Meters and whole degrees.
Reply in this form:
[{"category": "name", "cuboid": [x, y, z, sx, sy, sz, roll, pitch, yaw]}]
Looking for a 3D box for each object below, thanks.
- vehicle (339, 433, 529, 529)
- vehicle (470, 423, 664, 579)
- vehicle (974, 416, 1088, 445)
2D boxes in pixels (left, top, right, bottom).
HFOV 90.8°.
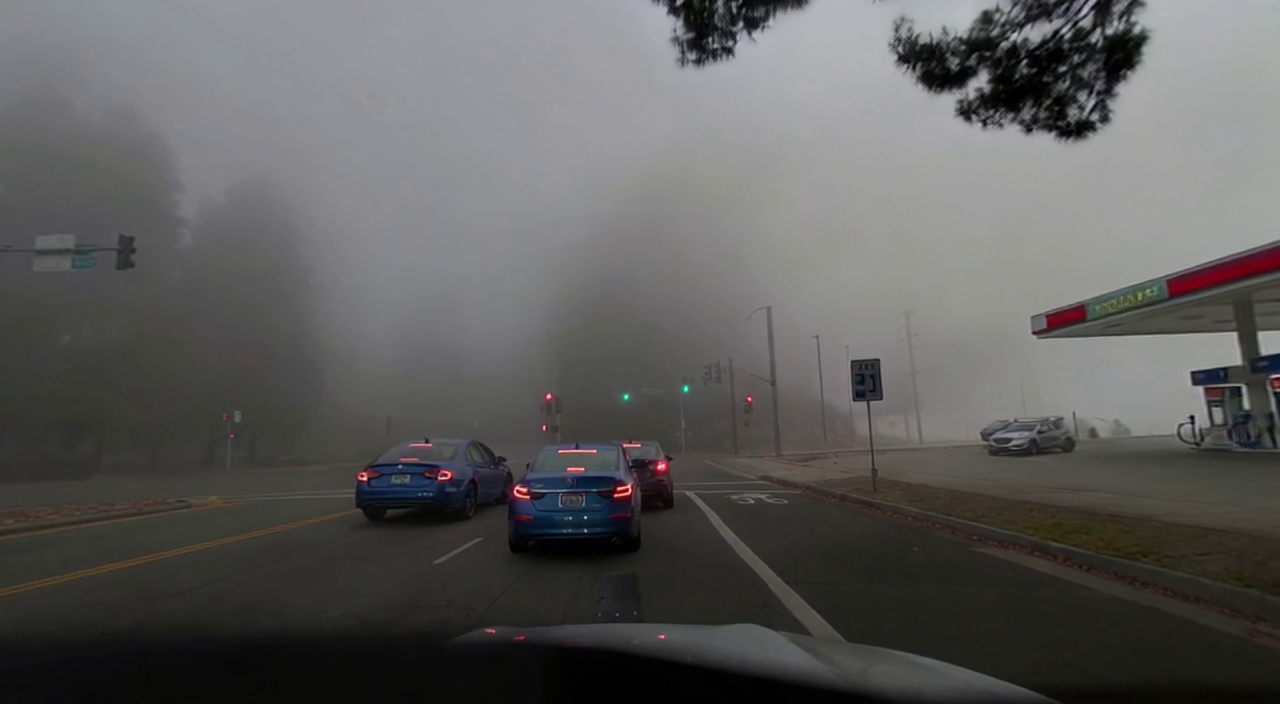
[{"category": "vehicle", "cuboid": [-3.707, 2.402, 12.476, 1.995, 1.506, 4.773, 0, -8, 2]}, {"category": "vehicle", "cuboid": [-0.644, 1.795, 8.506, 1.916, 1.510, 4.447, 0, -8, 2]}, {"category": "vehicle", "cuboid": [21.346, 4.314, 34.614, 4.874, 1.502, 2.048, 0, -8, 0]}]
